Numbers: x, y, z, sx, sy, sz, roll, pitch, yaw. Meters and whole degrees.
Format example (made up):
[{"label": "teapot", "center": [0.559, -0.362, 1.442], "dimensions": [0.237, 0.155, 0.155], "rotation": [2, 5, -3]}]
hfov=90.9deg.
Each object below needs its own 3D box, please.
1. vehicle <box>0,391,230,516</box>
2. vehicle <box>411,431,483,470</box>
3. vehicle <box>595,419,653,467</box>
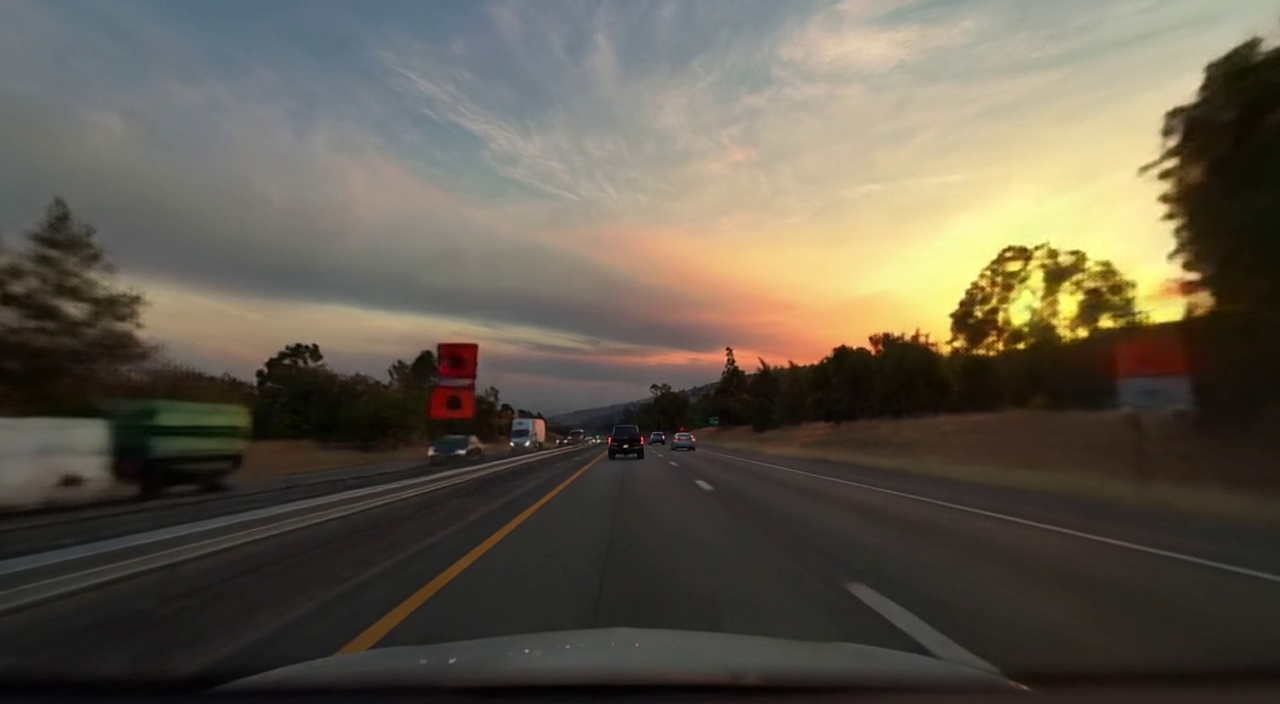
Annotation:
[{"label": "vehicle", "center": [-13.702, 2.597, 16.578], "dimensions": [2.532, 2.792, 4.713], "rotation": [0, -8, -1]}, {"label": "vehicle", "center": [-9.176, 4.727, 30.405], "dimensions": [2.020, 1.712, 4.717], "rotation": [0, -8, -1]}, {"label": "vehicle", "center": [-0.745, 4.227, 29.353], "dimensions": [2.503, 2.044, 4.633], "rotation": [0, -8, -2]}]
